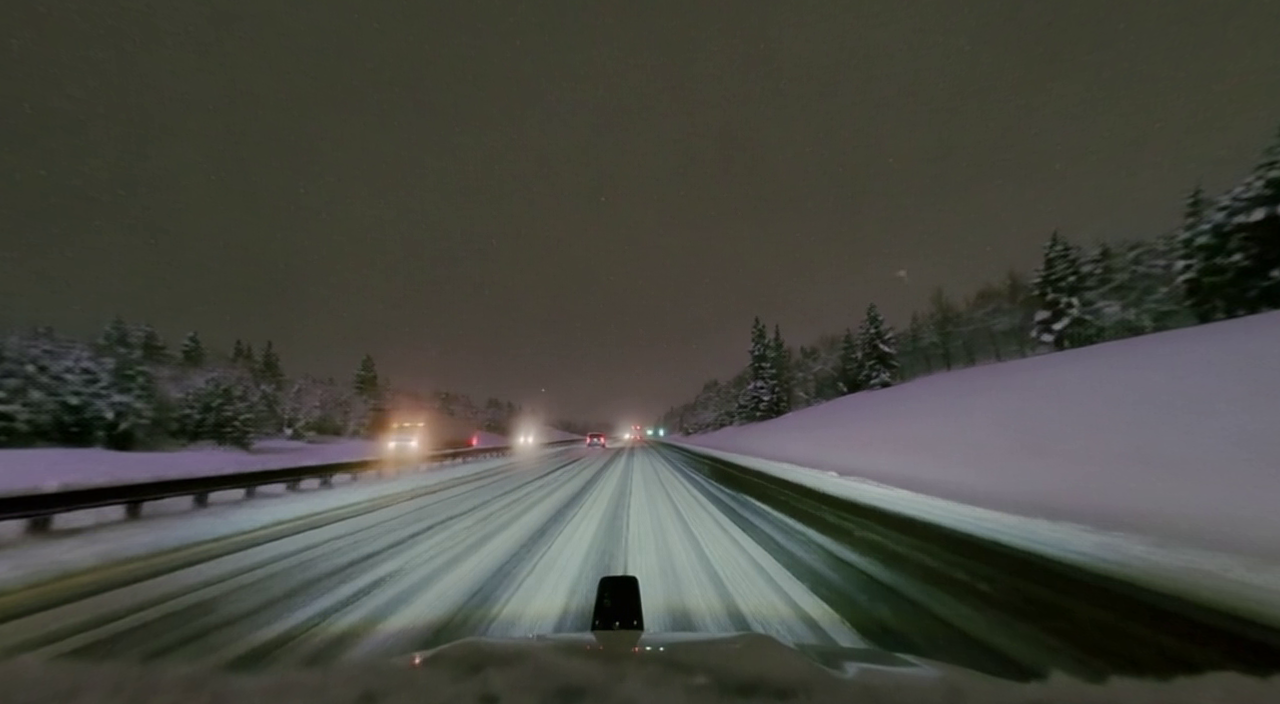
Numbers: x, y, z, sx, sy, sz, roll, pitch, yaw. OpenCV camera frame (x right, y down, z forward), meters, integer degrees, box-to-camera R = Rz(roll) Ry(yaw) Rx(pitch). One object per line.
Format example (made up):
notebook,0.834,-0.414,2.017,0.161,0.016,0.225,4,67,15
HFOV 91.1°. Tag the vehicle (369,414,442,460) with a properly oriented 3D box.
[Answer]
vehicle,-17.791,6.527,48.302,2.875,3.201,7.109,0,-8,0
